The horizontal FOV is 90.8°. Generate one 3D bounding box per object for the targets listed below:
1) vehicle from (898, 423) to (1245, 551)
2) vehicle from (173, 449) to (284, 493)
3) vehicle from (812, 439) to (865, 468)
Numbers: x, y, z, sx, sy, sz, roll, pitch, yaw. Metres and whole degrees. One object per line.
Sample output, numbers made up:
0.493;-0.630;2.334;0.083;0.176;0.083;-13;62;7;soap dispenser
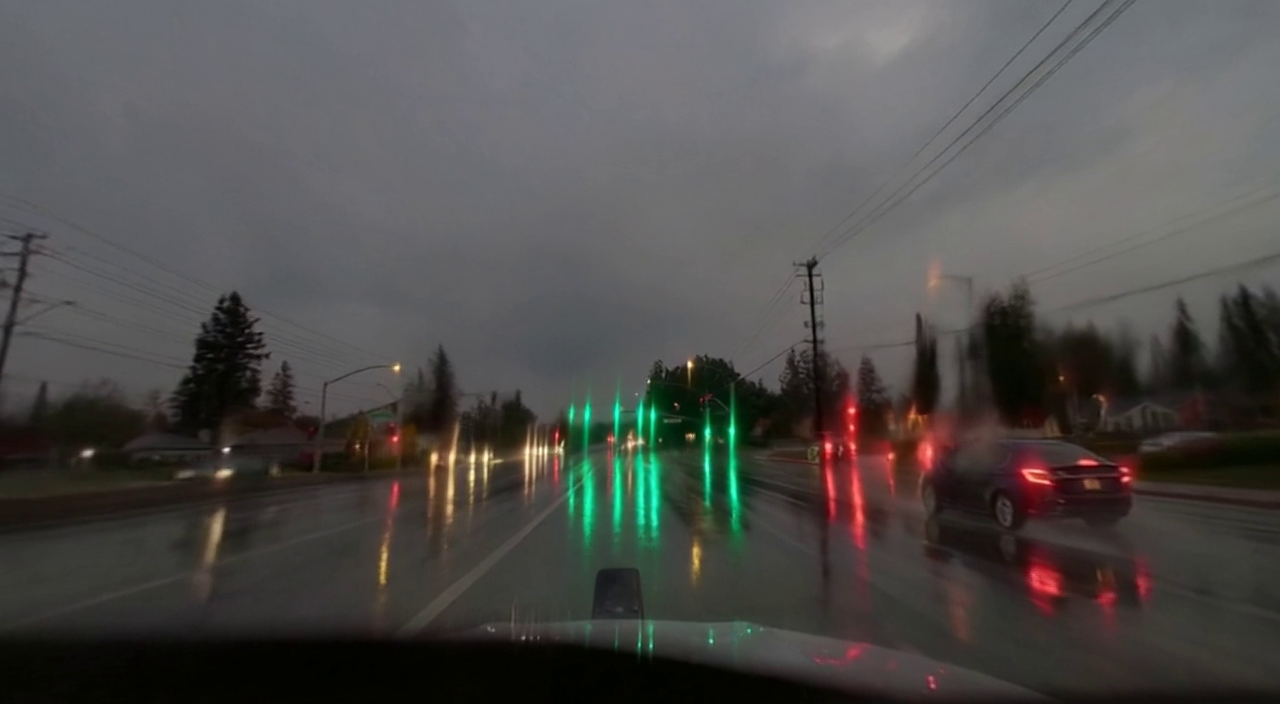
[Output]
6.199;1.980;10.032;2.113;1.520;4.650;0;-8;-2;vehicle
-18.031;5.180;27.993;1.982;1.728;4.552;0;-8;-2;vehicle
11.589;5.955;37.110;1.979;1.581;4.271;-1;-8;4;vehicle
